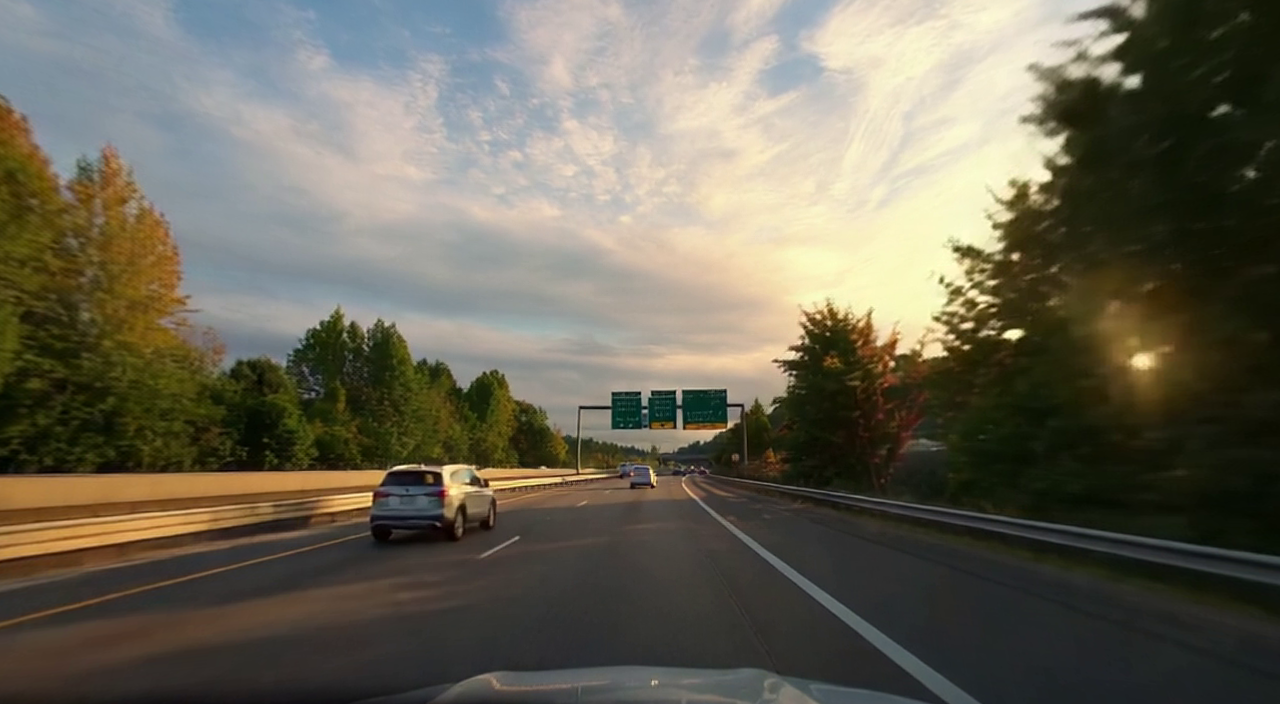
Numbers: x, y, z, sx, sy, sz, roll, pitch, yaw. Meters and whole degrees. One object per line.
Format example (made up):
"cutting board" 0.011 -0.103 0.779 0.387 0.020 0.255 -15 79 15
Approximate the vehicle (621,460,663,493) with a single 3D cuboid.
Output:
"vehicle" 0.181 6.705 34.015 2.000 1.594 3.996 1 -10 4

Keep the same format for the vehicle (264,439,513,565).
"vehicle" -3.734 2.376 10.548 2.063 1.556 4.740 1 -10 2
